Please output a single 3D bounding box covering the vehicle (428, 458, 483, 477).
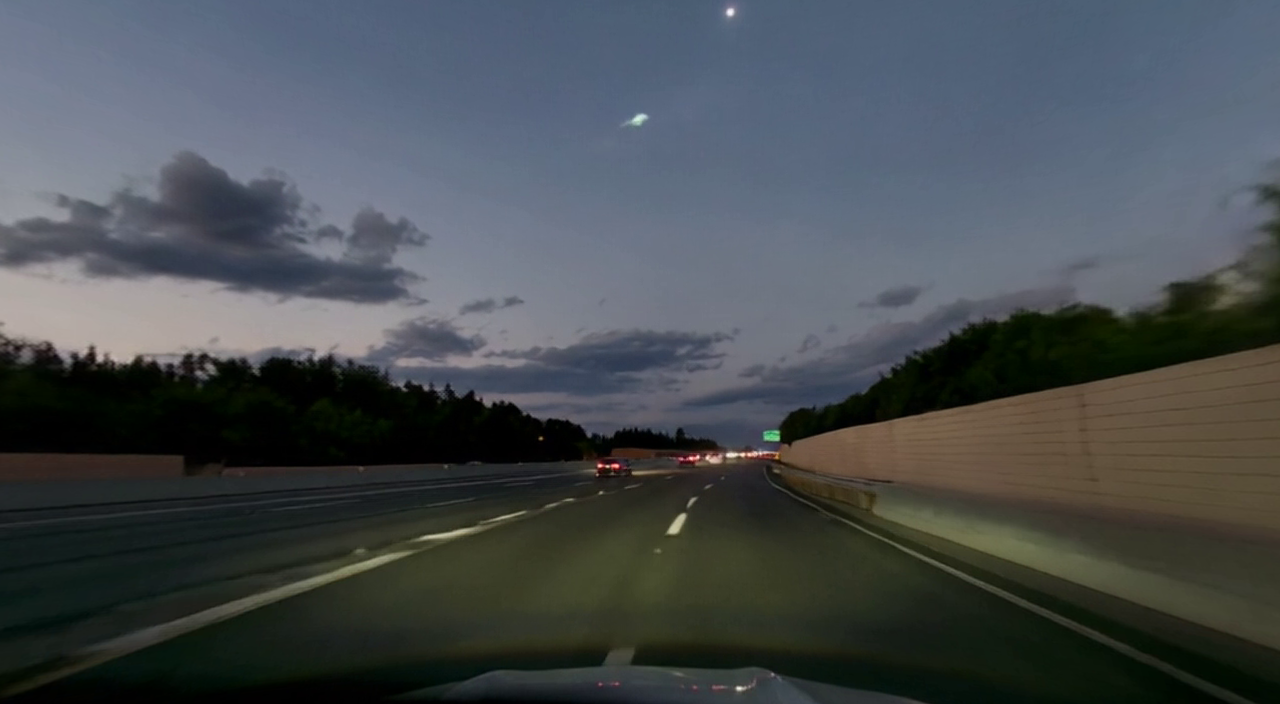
[{"bbox_3d":[-13.250,8.339,45.622,1.793,1.238,4.760,-2,-9,11],"label":"vehicle"}]

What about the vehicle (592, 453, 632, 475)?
[{"bbox_3d":[-1.967,8.104,45.698,1.699,1.461,4.924,-2,-9,12],"label":"vehicle"}]
